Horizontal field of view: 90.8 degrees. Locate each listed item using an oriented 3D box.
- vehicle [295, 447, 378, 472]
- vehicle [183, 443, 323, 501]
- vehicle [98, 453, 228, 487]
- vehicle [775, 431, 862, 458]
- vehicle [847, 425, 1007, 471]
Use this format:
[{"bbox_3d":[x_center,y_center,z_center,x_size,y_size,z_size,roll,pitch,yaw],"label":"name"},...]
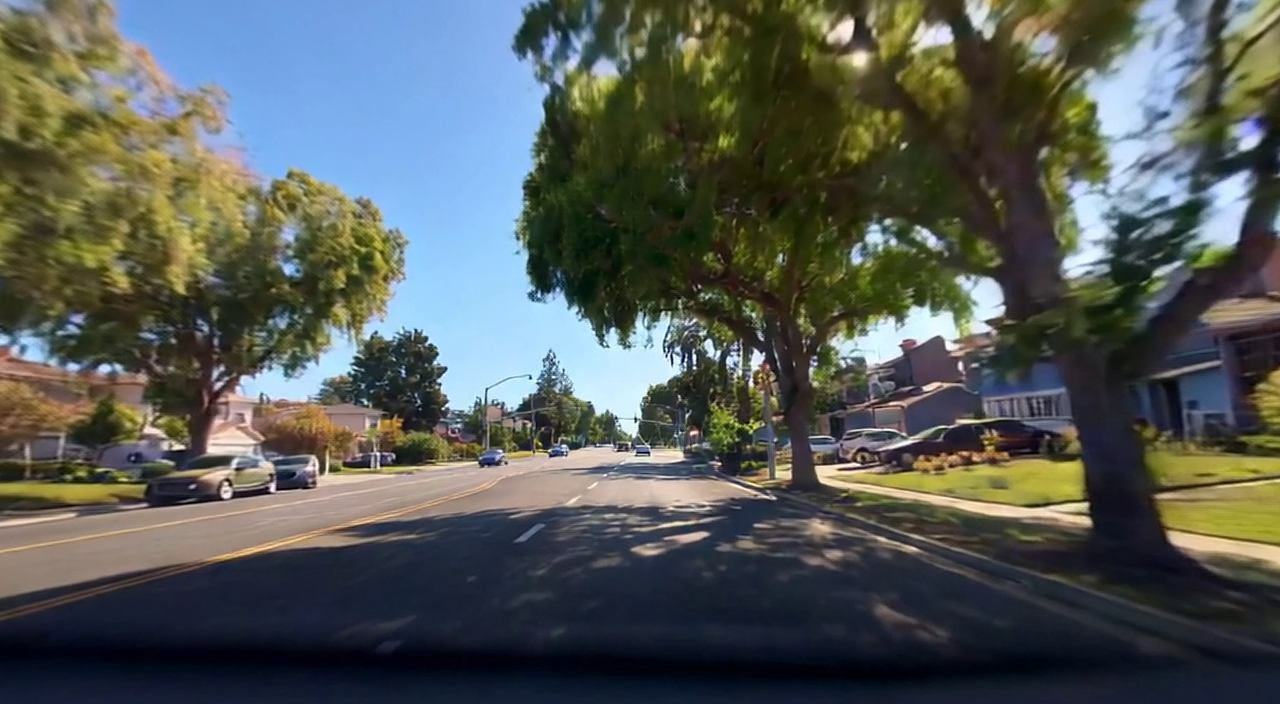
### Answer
[{"bbox_3d":[-21.414,7.575,44.703,4.723,1.696,2.082,0,-8,2],"label":"vehicle"},{"bbox_3d":[-14.371,4.436,23.955,2.008,1.908,5.305,0,-9,-1],"label":"vehicle"},{"bbox_3d":[-21.099,5.233,28.091,4.284,1.431,1.811,0,-9,0],"label":"vehicle"},{"bbox_3d":[10.778,5.633,38.400,4.675,1.520,1.925,0,-9,0],"label":"vehicle"},{"bbox_3d":[10.060,3.415,22.438,4.660,1.513,2.067,0,-9,-1],"label":"vehicle"}]
